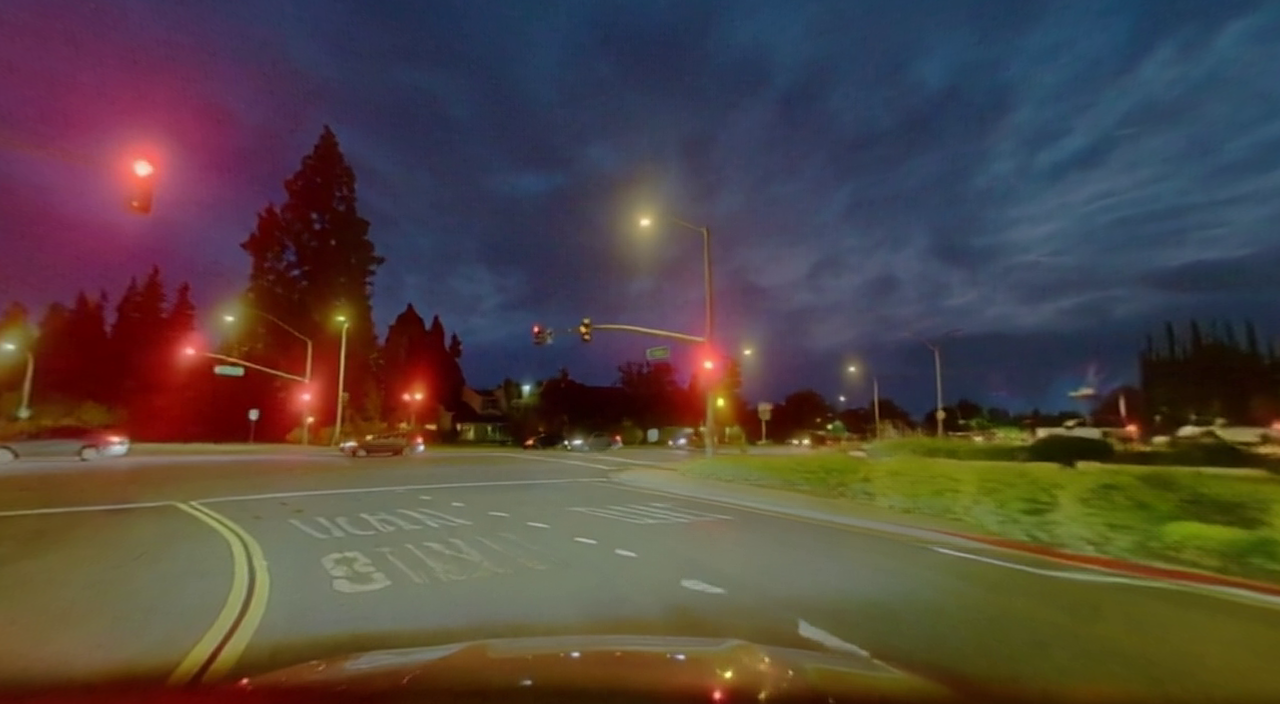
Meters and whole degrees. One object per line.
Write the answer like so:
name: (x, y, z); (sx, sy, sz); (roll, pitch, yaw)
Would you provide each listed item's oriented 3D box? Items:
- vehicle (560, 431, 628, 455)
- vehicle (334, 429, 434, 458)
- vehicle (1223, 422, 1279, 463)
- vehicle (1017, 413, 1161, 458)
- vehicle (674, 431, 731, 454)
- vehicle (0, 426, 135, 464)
vehicle: (-3.239, 6.481, 44.719); (4.649, 1.585, 1.965); (8, -11, -42)
vehicle: (-14.217, 5.118, 35.035); (4.740, 1.462, 1.828); (7, -11, -42)
vehicle: (31.568, 4.612, 32.052); (2.402, 1.920, 5.467); (-8, -12, 42)
vehicle: (24.175, 4.569, 34.004); (5.939, 2.249, 2.437); (-8, -11, 41)
vehicle: (4.775, 6.867, 47.629); (4.135, 1.633, 1.990); (7, -11, -41)
vehicle: (-24.288, 3.870, 26.121); (4.853, 1.461, 1.847); (8, -12, -43)
